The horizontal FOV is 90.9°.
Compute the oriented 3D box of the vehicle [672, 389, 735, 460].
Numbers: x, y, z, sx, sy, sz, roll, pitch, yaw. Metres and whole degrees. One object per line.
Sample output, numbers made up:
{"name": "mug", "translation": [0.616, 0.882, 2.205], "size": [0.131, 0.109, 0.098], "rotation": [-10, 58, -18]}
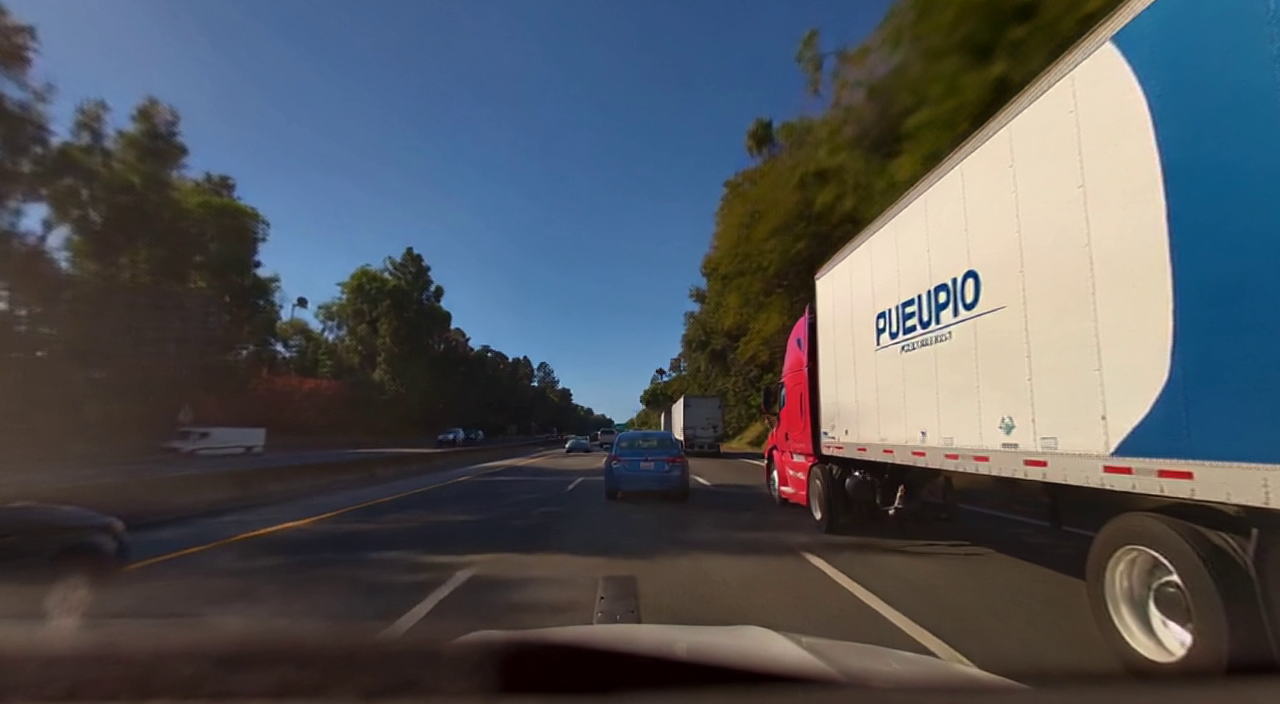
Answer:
{"name": "vehicle", "translation": [3.977, 5.078, 43.112], "size": [2.869, 4.067, 13.731], "rotation": [0, -8, 0]}

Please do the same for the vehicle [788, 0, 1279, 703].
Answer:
{"name": "vehicle", "translation": [4.158, -0.082, 4.315], "size": [2.816, 4.070, 14.136], "rotation": [0, -8, 0]}

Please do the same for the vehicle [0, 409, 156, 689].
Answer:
{"name": "vehicle", "translation": [-4.374, 0.866, 2.068], "size": [2.048, 1.452, 4.430], "rotation": [0, -8, 0]}

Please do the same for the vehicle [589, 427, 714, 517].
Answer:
{"name": "vehicle", "translation": [0.171, 2.186, 12.010], "size": [2.021, 1.435, 3.611], "rotation": [0, -8, -1]}

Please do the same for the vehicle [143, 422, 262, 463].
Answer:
{"name": "vehicle", "translation": [-22.210, 4.630, 32.351], "size": [2.126, 1.905, 5.320], "rotation": [0, -8, 2]}

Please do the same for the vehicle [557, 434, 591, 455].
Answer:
{"name": "vehicle", "translation": [-4.793, 6.749, 46.172], "size": [1.983, 1.434, 4.451], "rotation": [0, -8, 0]}
